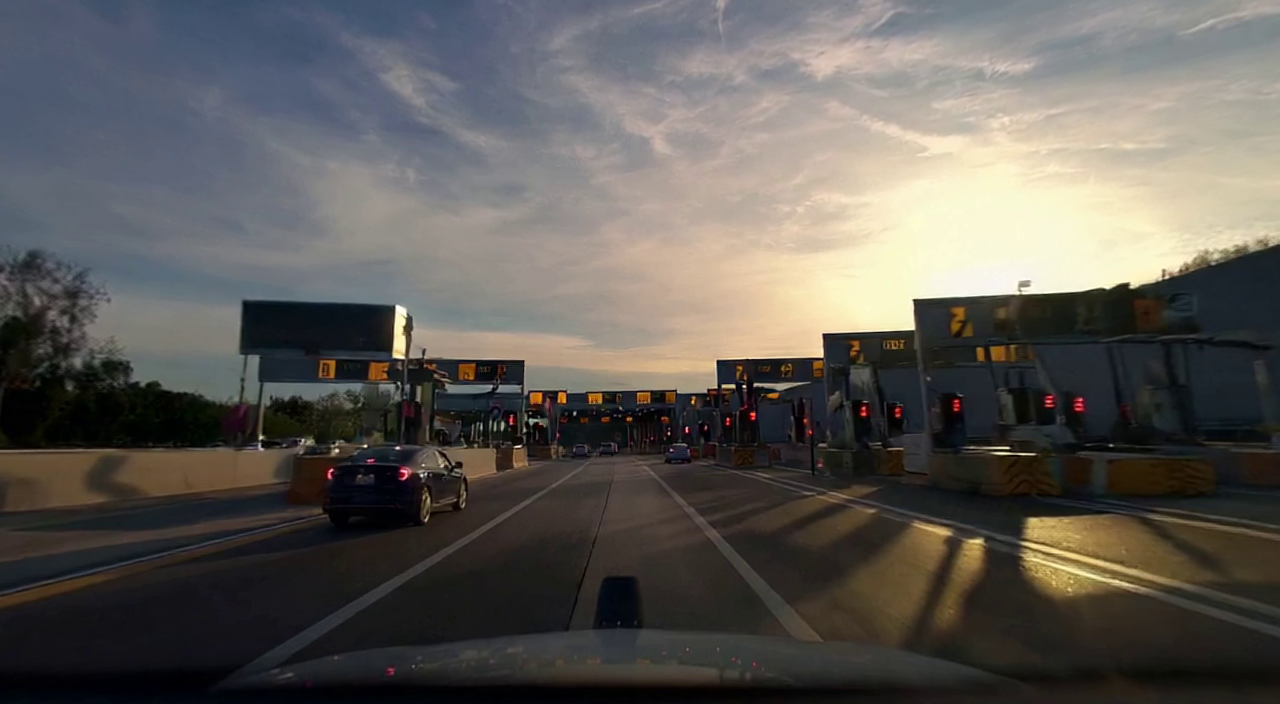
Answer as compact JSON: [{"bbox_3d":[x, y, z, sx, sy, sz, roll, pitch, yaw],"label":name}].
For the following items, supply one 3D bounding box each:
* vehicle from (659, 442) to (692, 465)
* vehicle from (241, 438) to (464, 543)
[{"bbox_3d":[2.664,7.721,48.423,2.072,1.639,4.919,0,-8,-2],"label":"vehicle"},{"bbox_3d":[-4.733,2.309,11.270,1.981,1.465,4.334,0,-8,-1],"label":"vehicle"}]
